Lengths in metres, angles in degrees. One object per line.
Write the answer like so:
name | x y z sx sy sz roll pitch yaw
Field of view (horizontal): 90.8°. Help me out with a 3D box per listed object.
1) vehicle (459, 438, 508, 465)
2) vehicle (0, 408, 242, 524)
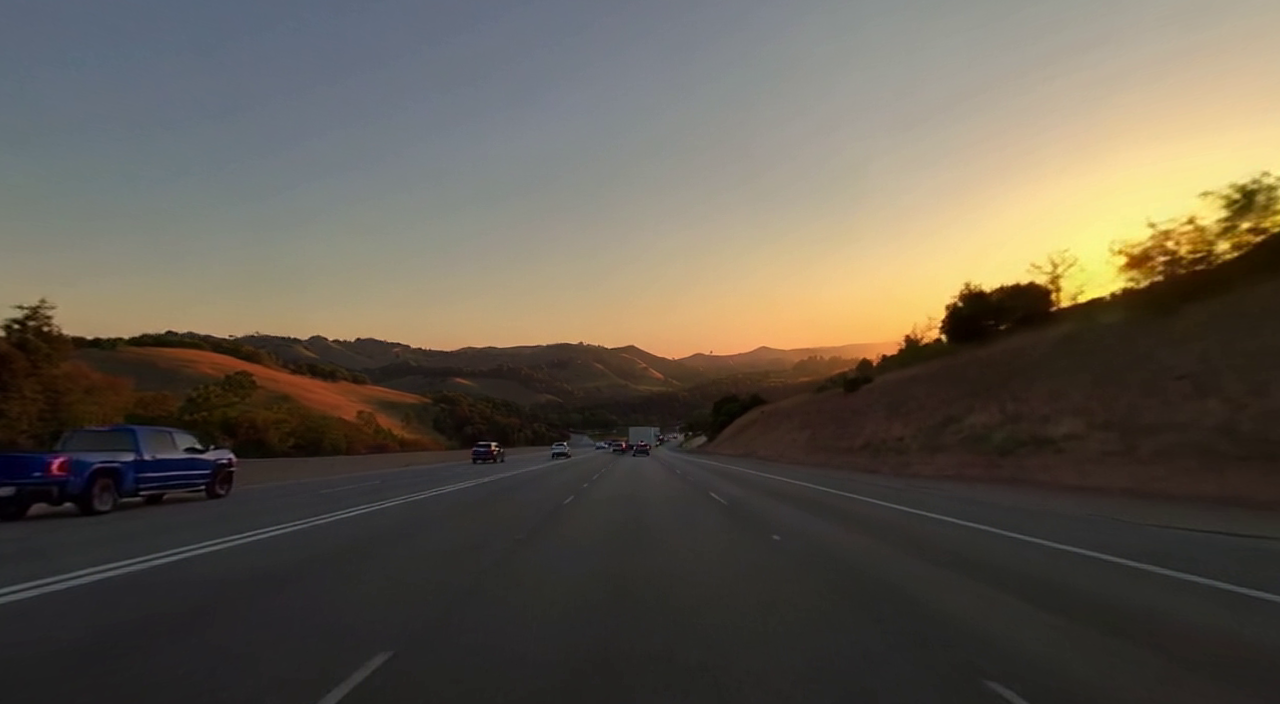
vehicle | -10.919 7.012 44.485 2.195 1.795 4.659 0 -9 1
vehicle | -10.662 2.231 12.822 2.012 1.875 4.895 0 -9 -1
